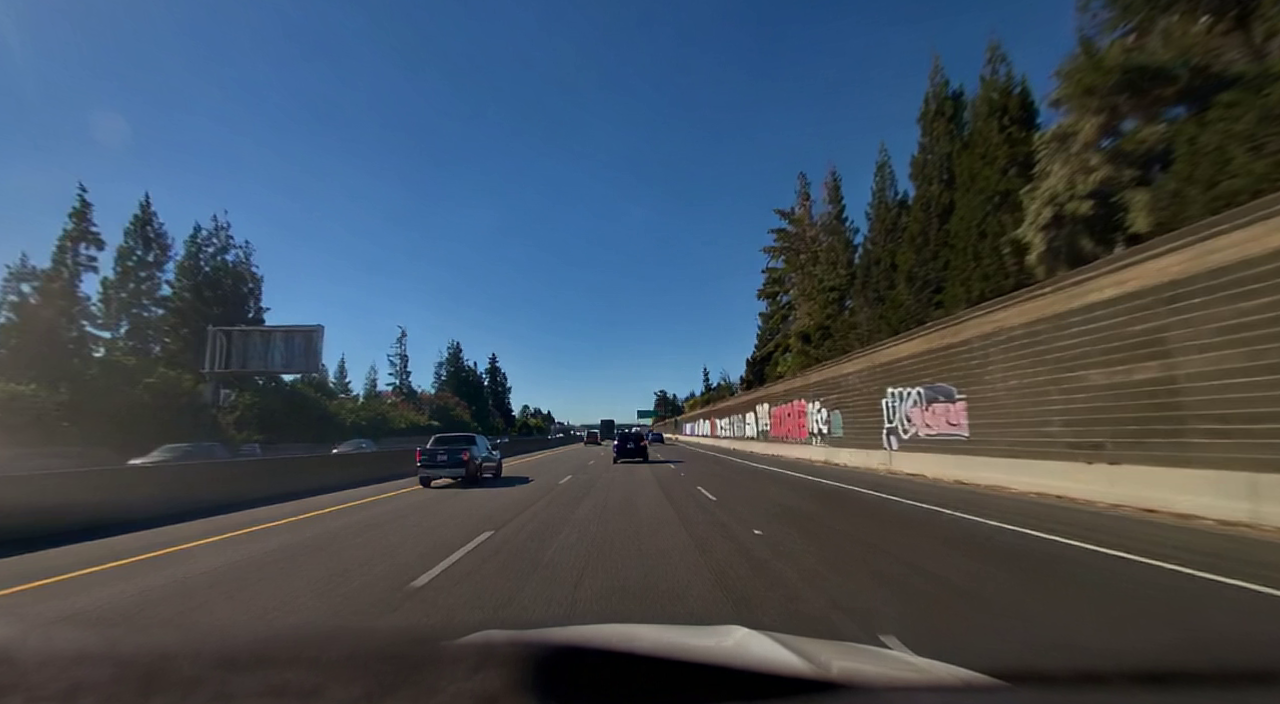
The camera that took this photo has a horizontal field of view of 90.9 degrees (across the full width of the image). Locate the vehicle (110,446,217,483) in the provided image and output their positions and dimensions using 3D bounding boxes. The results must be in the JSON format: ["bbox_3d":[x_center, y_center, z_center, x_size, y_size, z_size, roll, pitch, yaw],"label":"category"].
[{"bbox_3d":[-20.771,4.895,27.659,1.852,1.443,3.678,0,-8,-1],"label":"vehicle"}]

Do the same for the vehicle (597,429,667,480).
[{"bbox_3d":[-0.287,3.232,20.238,2.044,1.477,3.693,0,-8,-2],"label":"vehicle"}]

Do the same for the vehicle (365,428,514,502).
[{"bbox_3d":[-4.418,2.534,14.726,2.022,1.440,4.491,0,-8,0],"label":"vehicle"}]
